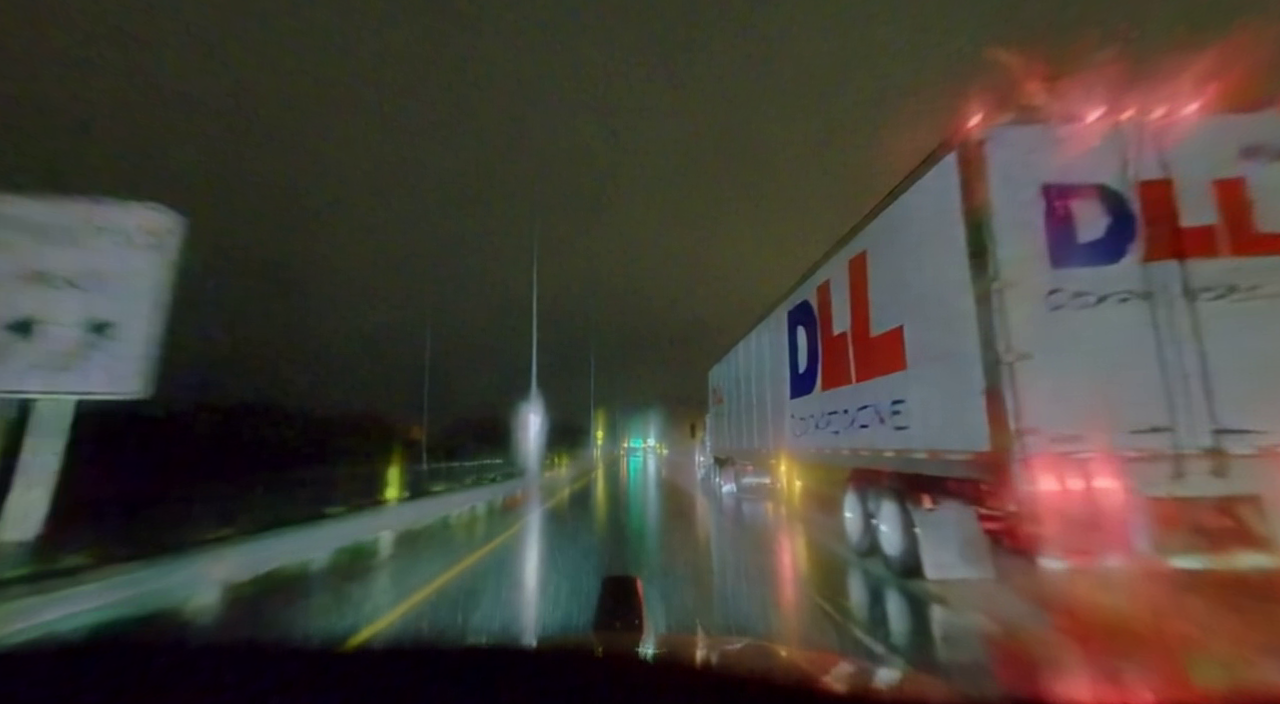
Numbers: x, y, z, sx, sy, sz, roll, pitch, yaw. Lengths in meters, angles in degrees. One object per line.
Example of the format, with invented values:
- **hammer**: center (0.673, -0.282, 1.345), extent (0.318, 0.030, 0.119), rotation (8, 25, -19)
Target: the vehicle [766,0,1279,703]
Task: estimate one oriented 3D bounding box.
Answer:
- **vehicle**: center (3.843, 0.250, 7.267), extent (2.879, 4.075, 8.126), rotation (0, -9, -1)
